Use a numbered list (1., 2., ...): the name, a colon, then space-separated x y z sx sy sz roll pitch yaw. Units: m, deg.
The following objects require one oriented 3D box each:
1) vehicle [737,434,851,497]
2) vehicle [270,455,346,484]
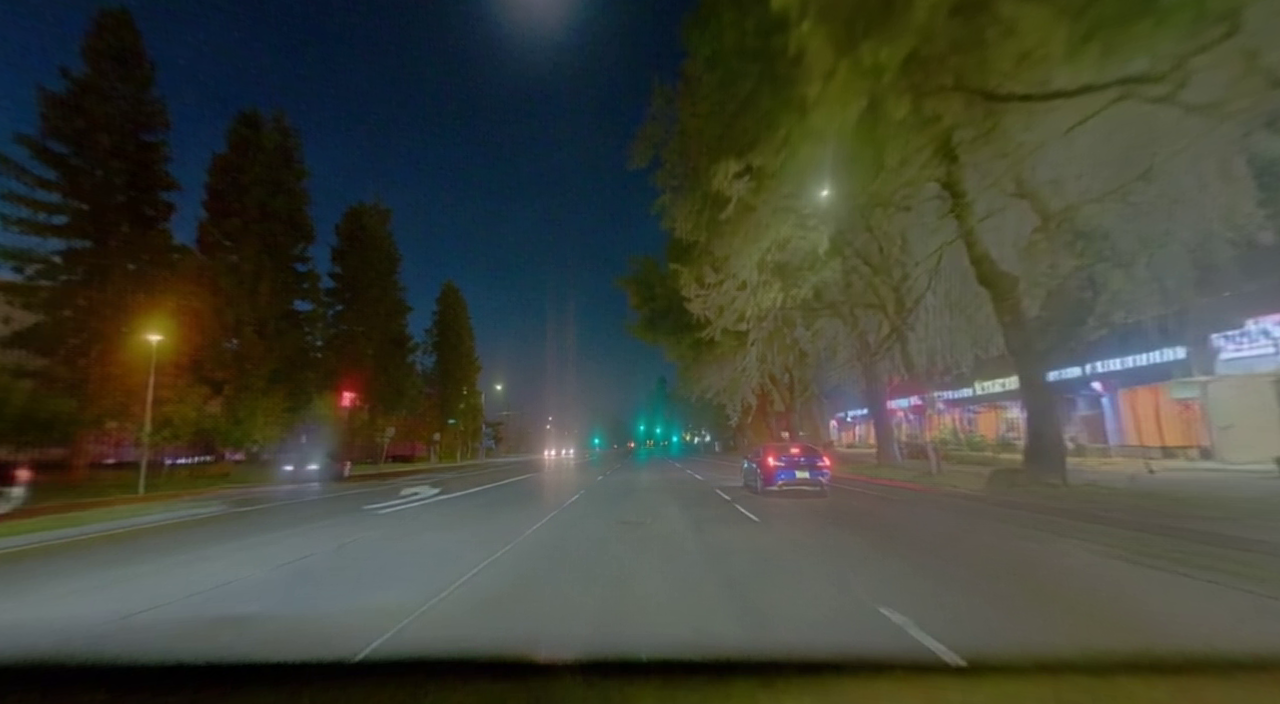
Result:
1. vehicle: 4.028 3.046 17.308 1.977 1.474 4.399 0 -8 0
2. vehicle: -19.061 6.720 36.417 1.922 1.462 4.547 0 -8 0
